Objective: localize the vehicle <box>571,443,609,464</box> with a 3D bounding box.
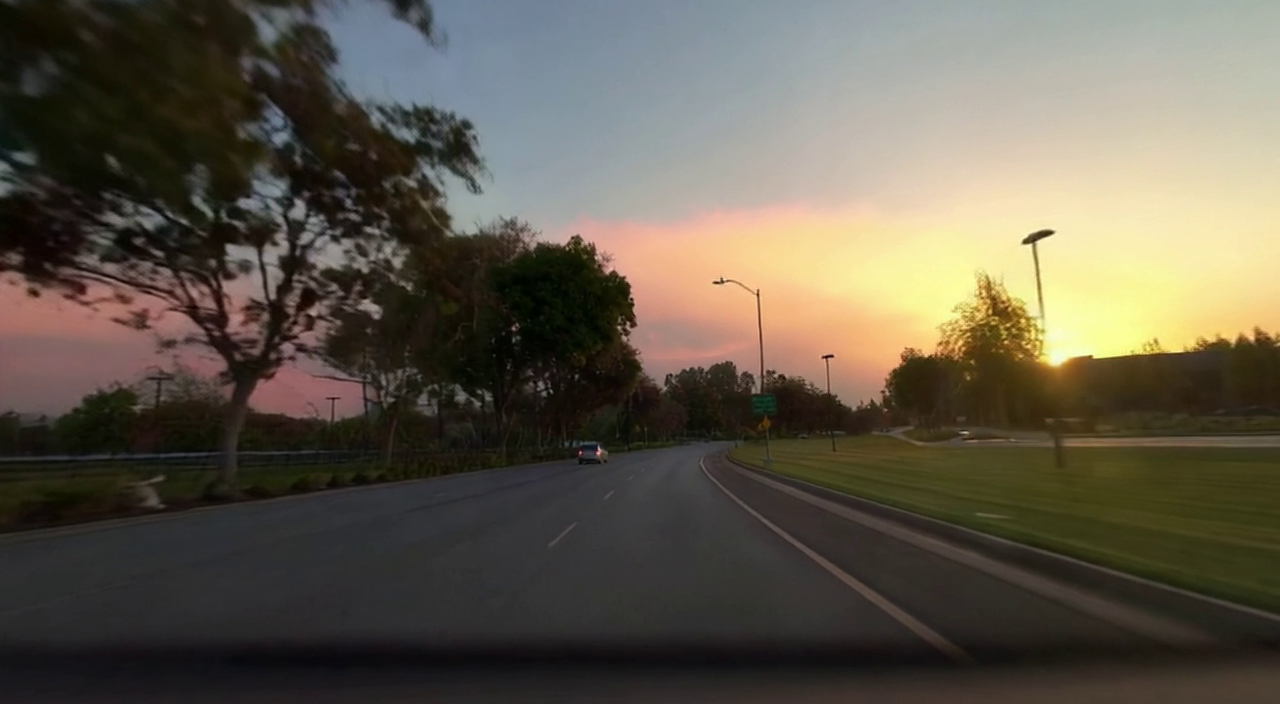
[{"bbox_3d":[-3.604,7.375,46.029,1.945,1.461,4.605,-1,-9,6],"label":"vehicle"}]
